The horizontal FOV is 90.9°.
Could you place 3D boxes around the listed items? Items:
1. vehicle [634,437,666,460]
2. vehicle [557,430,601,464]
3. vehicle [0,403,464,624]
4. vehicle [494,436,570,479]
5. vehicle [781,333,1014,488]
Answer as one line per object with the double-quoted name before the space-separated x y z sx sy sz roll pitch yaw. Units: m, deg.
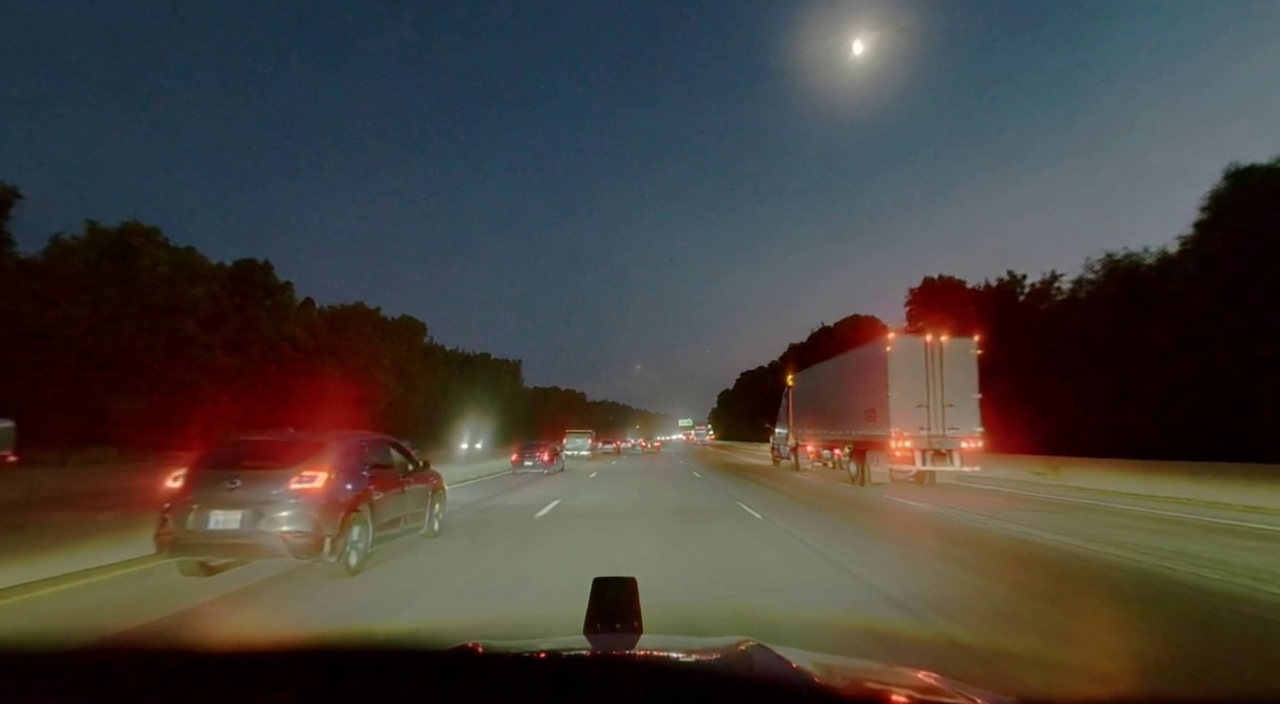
"vehicle" 0.614 6.328 41.494 2.004 1.465 3.842 0 -8 0
"vehicle" -3.395 5.412 36.020 2.064 1.826 4.263 0 -8 1
"vehicle" -3.602 1.474 6.806 2.137 1.618 4.209 0 -8 1
"vehicle" -3.912 3.866 23.518 2.013 1.460 4.027 0 -8 1
"vehicle" 8.312 2.461 23.635 2.866 4.100 14.057 0 -8 0
